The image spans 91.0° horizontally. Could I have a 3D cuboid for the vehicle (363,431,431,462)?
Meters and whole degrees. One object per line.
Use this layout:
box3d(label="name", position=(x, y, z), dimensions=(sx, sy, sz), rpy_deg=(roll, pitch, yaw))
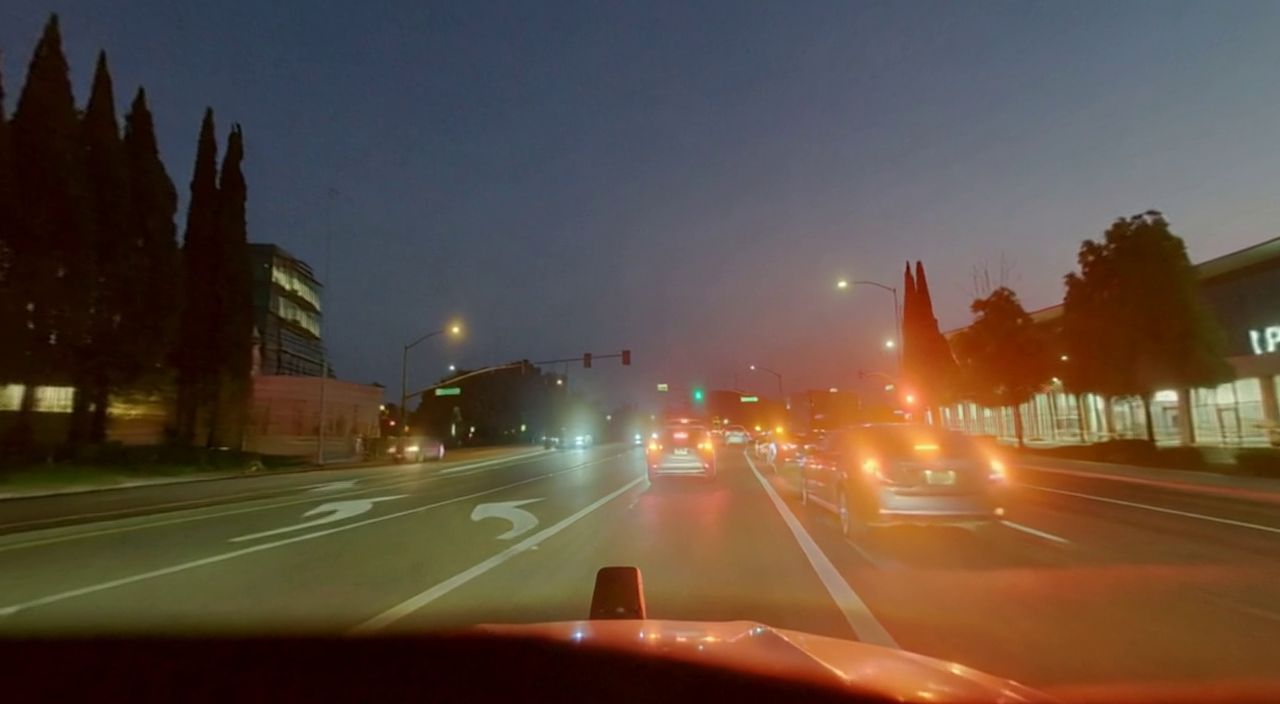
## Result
box3d(label="vehicle", position=(-14.463, 5.663, 37.774), dimensions=(1.950, 1.713, 4.406), rpy_deg=(-1, -9, 6))

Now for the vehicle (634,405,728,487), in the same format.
box3d(label="vehicle", position=(1.246, 2.550, 17.028), dimensions=(2.188, 1.892, 4.488), rpy_deg=(-1, -9, 8))

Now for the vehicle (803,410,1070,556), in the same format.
box3d(label="vehicle", position=(3.700, 1.723, 8.981), dimensions=(2.109, 1.500, 4.585), rpy_deg=(-1, -9, 8))
